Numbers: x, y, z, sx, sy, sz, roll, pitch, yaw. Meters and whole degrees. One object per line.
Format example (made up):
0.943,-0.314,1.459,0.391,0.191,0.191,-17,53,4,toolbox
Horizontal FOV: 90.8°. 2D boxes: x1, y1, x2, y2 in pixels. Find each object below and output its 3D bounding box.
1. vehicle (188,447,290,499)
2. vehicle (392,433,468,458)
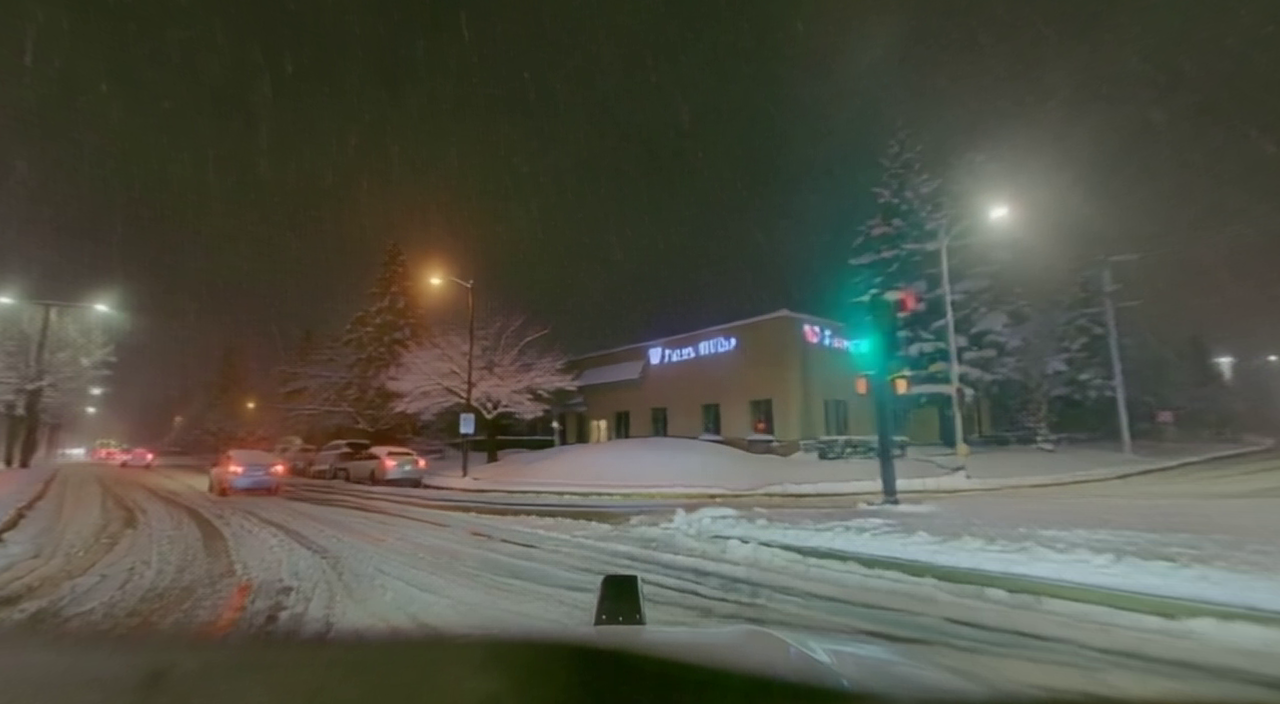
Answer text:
-14.622,4.307,22.947,2.197,1.642,4.312,8,-11,-43,vehicle
-15.659,7.005,47.233,2.189,1.737,4.851,-8,-12,44,vehicle
